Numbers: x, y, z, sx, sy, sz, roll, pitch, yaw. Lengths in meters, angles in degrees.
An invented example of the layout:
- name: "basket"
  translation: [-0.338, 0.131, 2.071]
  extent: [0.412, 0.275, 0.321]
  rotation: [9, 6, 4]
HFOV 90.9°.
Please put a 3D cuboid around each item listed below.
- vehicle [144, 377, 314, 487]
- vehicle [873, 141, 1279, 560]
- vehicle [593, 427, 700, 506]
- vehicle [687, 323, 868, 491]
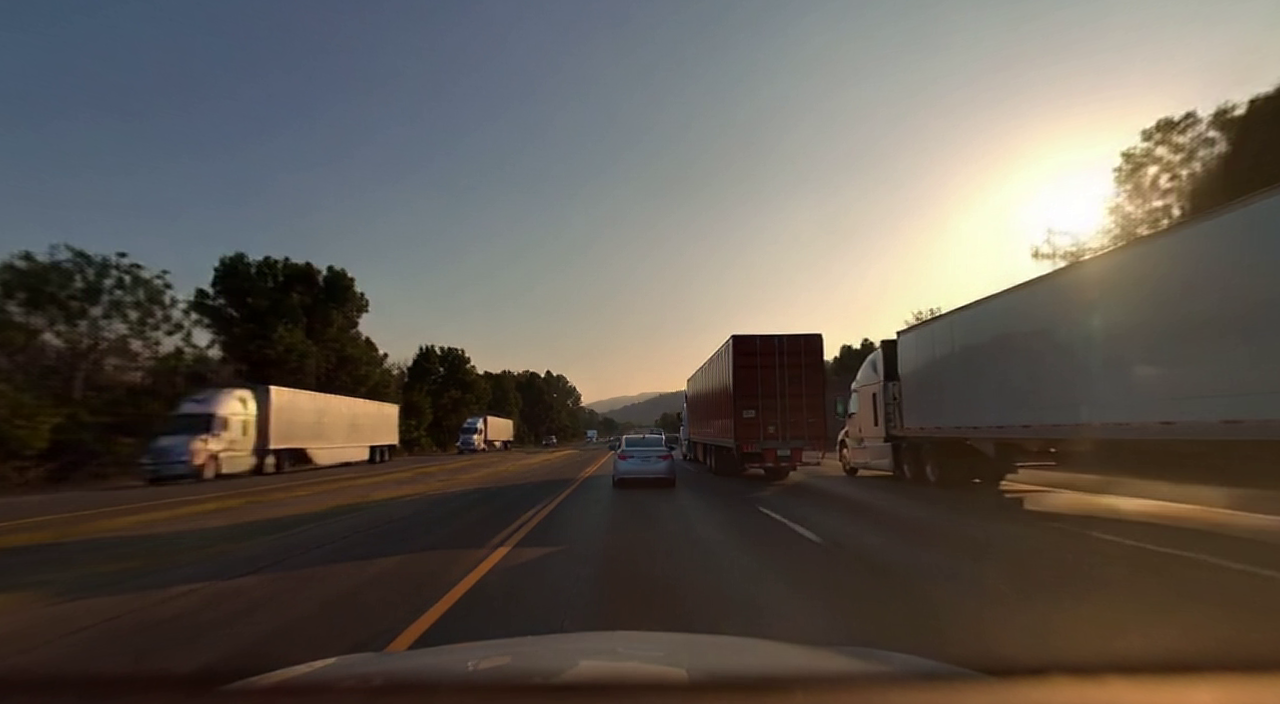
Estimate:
- name: "vehicle"
  translation: [-16.720, 3.325, 26.274]
  extent: [2.962, 4.015, 5.938]
  rotation: [0, -8, -1]
- name: "vehicle"
  translation: [8.134, 0.454, 10.153]
  extent: [3.110, 4.308, 14.260]
  rotation: [0, -7, -1]
- name: "vehicle"
  translation: [0.073, 2.425, 13.873]
  extent: [2.038, 1.477, 3.773]
  rotation: [0, -7, -2]
- name: "vehicle"
  translation: [3.870, 2.232, 22.491]
  extent: [2.888, 4.099, 14.183]
  rotation: [0, -7, -2]
